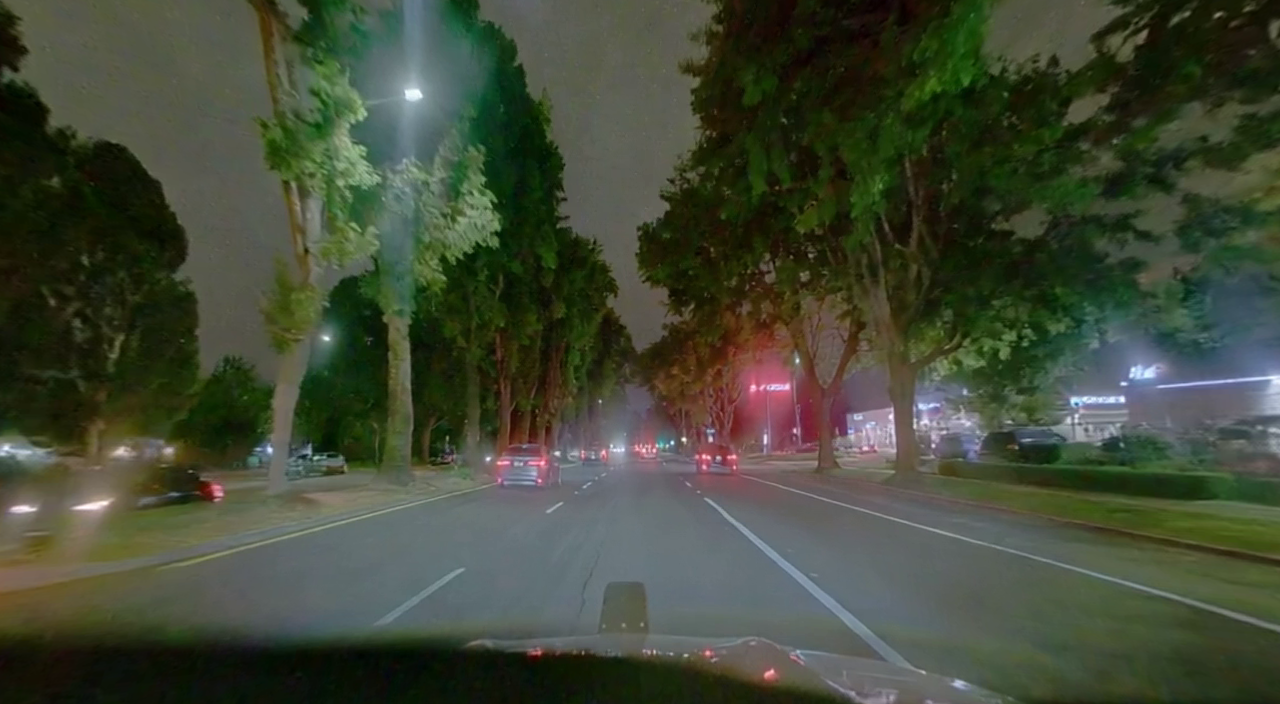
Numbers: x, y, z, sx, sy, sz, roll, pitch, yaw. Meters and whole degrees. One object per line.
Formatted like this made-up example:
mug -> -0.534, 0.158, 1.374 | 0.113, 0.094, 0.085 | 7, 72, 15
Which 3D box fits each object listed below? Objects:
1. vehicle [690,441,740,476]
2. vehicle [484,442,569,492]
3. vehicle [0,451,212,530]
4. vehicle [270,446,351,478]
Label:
vehicle -> 3.547, 5.101, 30.421 | 1.922, 1.579, 3.642 | 0, -8, -1
vehicle -> -3.673, 3.804, 21.251 | 1.908, 1.481, 4.536 | 0, -8, 1
vehicle -> -12.336, 3.011, 14.349 | 1.970, 1.458, 4.473 | 0, -8, 1
vehicle -> -22.638, 7.544, 43.647 | 2.235, 2.061, 5.936 | 0, -8, 2
